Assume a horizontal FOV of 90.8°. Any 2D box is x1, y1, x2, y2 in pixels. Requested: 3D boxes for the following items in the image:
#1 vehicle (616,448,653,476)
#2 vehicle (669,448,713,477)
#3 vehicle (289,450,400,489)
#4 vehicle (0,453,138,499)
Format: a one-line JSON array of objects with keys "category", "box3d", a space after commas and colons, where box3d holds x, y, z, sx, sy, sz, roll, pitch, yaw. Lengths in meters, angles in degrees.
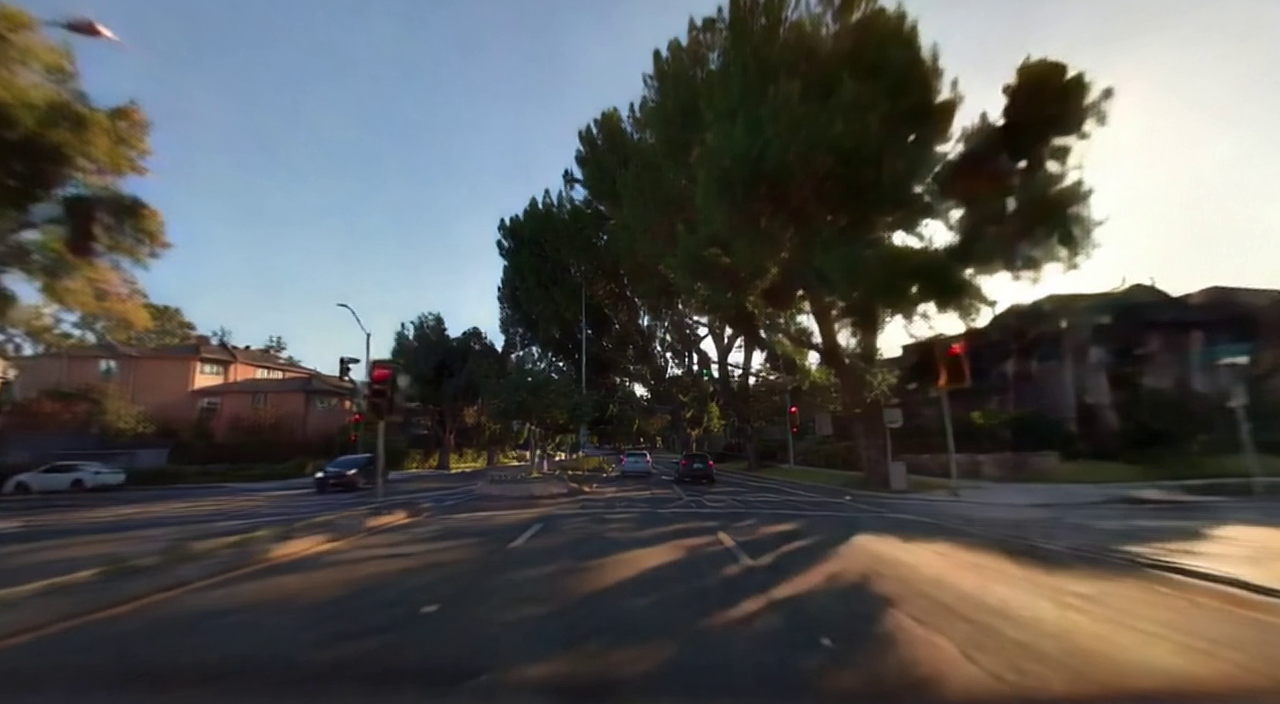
[{"category": "vehicle", "box3d": [-0.327, 6.407, 36.985, 2.018, 1.511, 3.993, 0, -8, -1]}, {"category": "vehicle", "box3d": [2.862, 6.296, 36.311, 2.057, 1.496, 4.401, 0, -8, -2]}, {"category": "vehicle", "box3d": [-16.153, 6.405, 34.791, 2.188, 1.940, 5.008, -6, -11, 36]}, {"category": "vehicle", "box3d": [-25.172, 5.430, 27.655, 4.634, 1.840, 2.025, -1, -10, 1]}]
